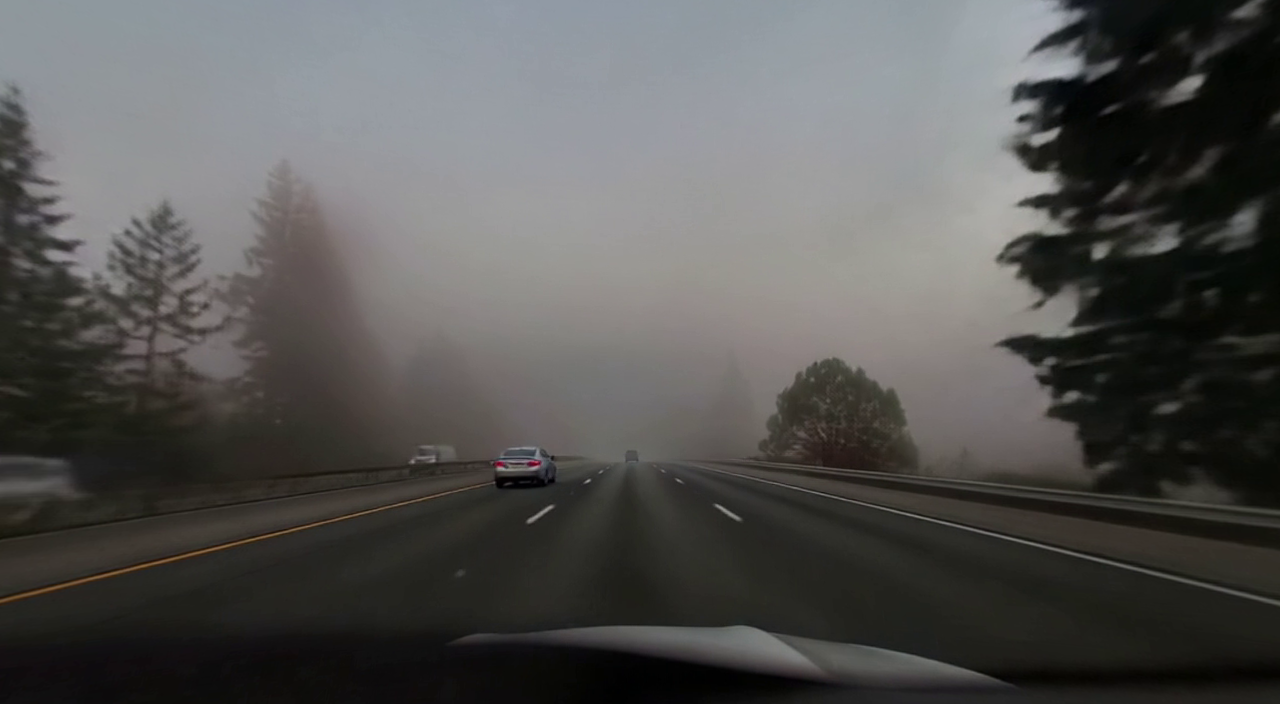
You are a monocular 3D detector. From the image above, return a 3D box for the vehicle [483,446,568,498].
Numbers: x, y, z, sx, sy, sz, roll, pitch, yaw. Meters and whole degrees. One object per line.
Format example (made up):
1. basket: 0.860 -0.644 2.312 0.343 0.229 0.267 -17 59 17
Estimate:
1. vehicle: -3.546 3.783 20.196 1.970 1.492 3.944 0 -9 0
